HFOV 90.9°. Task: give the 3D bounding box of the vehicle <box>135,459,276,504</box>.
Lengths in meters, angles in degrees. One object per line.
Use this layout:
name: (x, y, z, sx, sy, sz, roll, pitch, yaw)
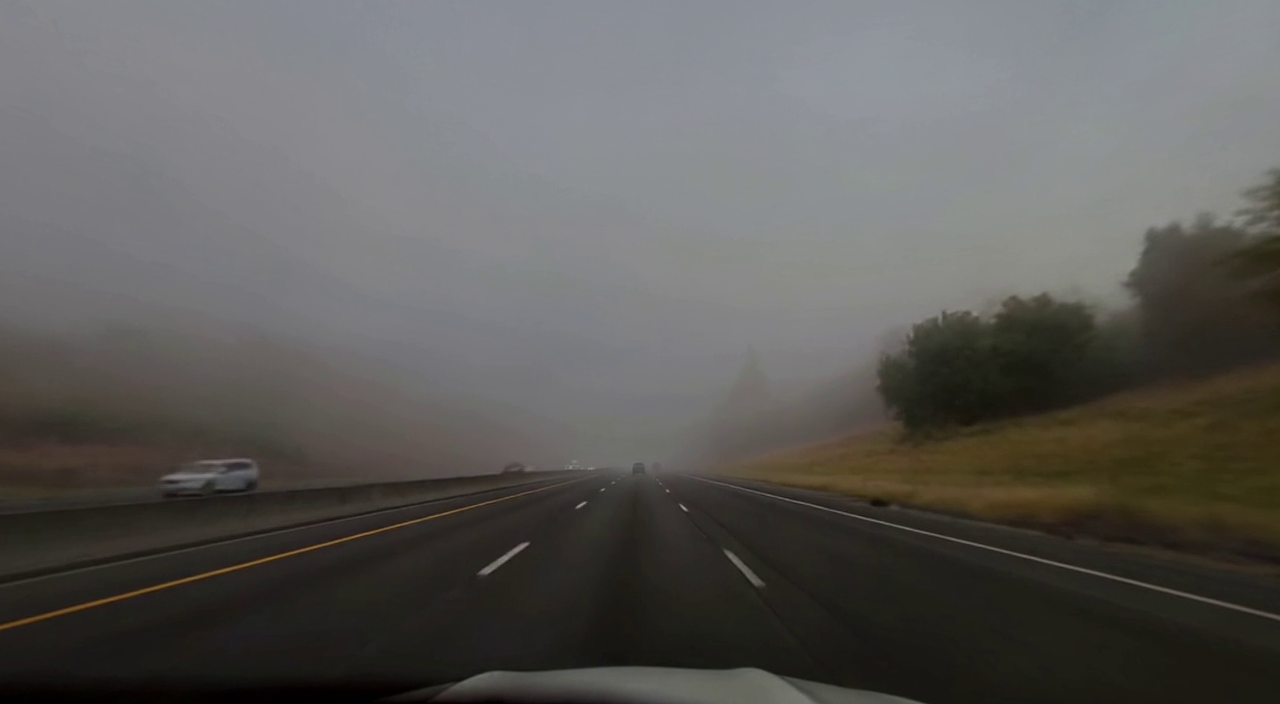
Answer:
vehicle: (-16.085, 4.808, 23.681, 2.019, 1.473, 4.559, 1, -11, 0)
